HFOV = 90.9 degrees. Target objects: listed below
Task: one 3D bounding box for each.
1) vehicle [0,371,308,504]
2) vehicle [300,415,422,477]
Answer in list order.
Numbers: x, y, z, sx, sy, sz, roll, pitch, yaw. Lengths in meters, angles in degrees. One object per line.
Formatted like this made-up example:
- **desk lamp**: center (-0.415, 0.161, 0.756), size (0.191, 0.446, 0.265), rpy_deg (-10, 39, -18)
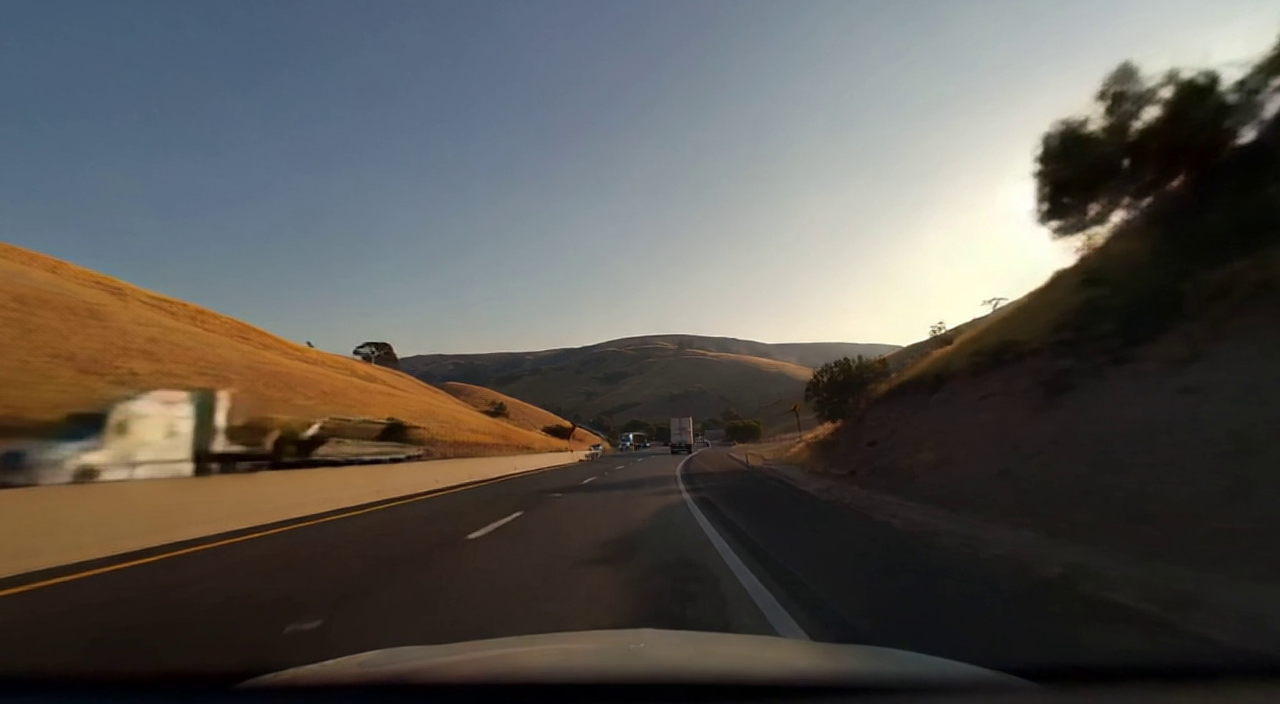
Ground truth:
- **vehicle**: center (-14.386, 2.789, 19.922), size (2.932, 3.214, 9.129), rpy_deg (0, -9, -1)
- **vehicle**: center (-14.387, 5.002, 33.414), size (2.777, 2.828, 8.062), rpy_deg (0, -9, 0)
